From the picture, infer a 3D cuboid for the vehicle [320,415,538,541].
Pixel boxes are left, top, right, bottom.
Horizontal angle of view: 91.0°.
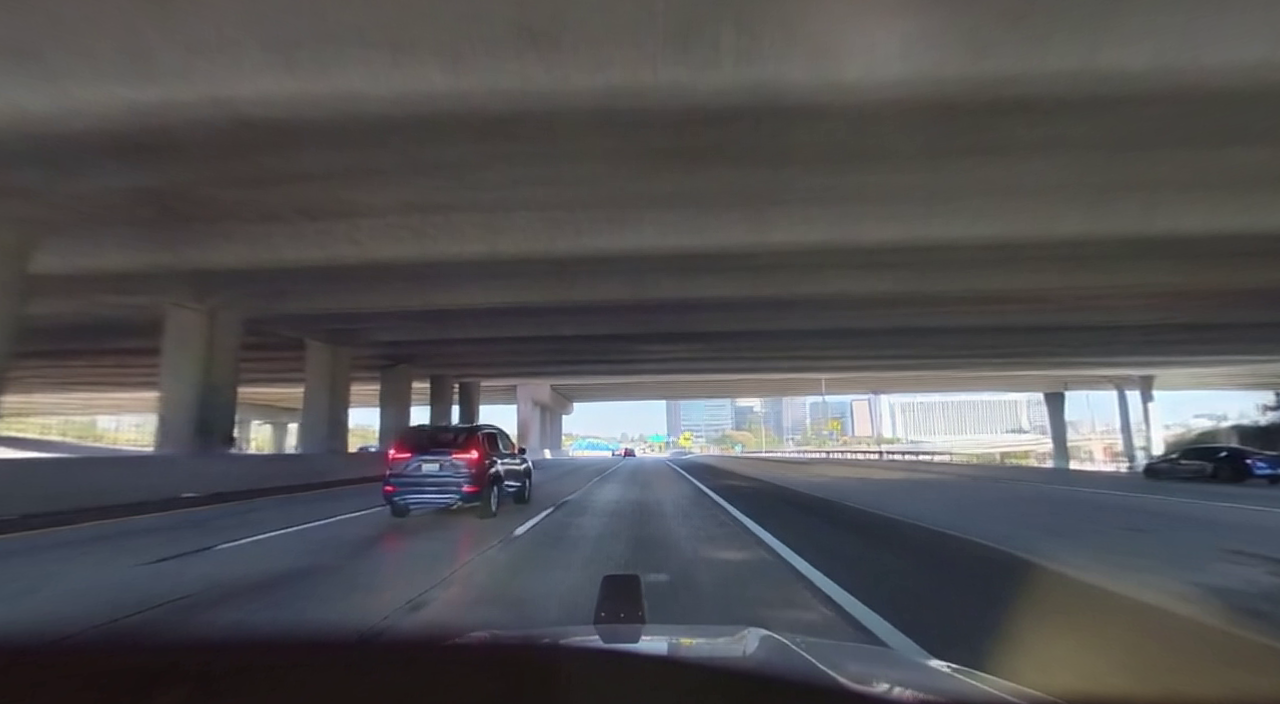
[{"bbox_3d":[-3.324,2.102,11.132,2.203,1.734,4.600,0,-9,1],"label":"vehicle"}]
